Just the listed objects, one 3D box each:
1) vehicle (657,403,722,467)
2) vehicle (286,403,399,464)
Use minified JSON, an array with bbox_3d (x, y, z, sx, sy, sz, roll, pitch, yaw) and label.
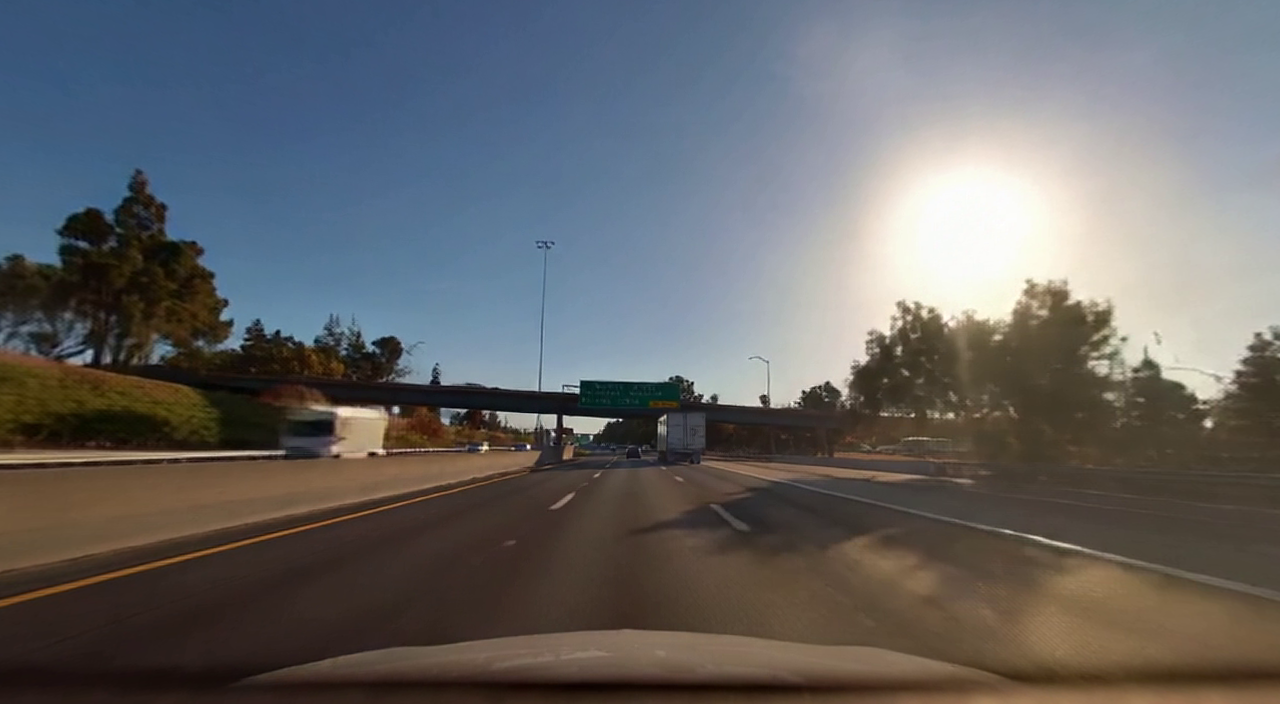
[{"bbox_3d":[3.510,6.605,49.167,3.323,4.262,14.056,1,-9,-2],"label":"vehicle"},{"bbox_3d":[-16.212,4.579,35.050,2.585,3.012,7.417,0,-8,0],"label":"vehicle"}]
